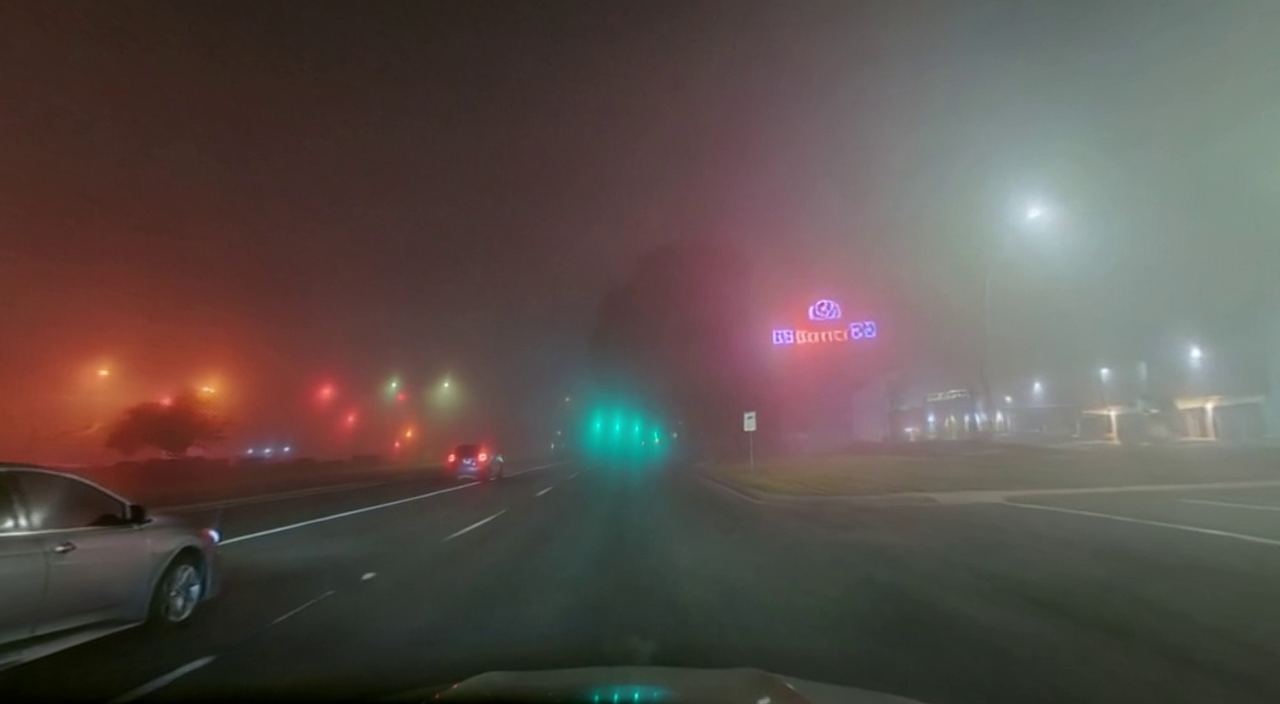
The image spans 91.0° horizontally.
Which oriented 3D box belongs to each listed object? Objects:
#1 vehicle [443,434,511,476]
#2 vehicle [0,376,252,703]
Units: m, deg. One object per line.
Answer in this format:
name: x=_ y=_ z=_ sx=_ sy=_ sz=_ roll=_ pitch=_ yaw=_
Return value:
vehicle: x=-7.722 y=4.900 z=30.266 sx=2.136 sy=1.844 sz=4.363 roll=0 pitch=-8 yaw=0
vehicle: x=-4.248 y=0.945 z=3.080 sx=2.041 sy=1.666 sz=4.182 roll=0 pitch=-8 yaw=-1
